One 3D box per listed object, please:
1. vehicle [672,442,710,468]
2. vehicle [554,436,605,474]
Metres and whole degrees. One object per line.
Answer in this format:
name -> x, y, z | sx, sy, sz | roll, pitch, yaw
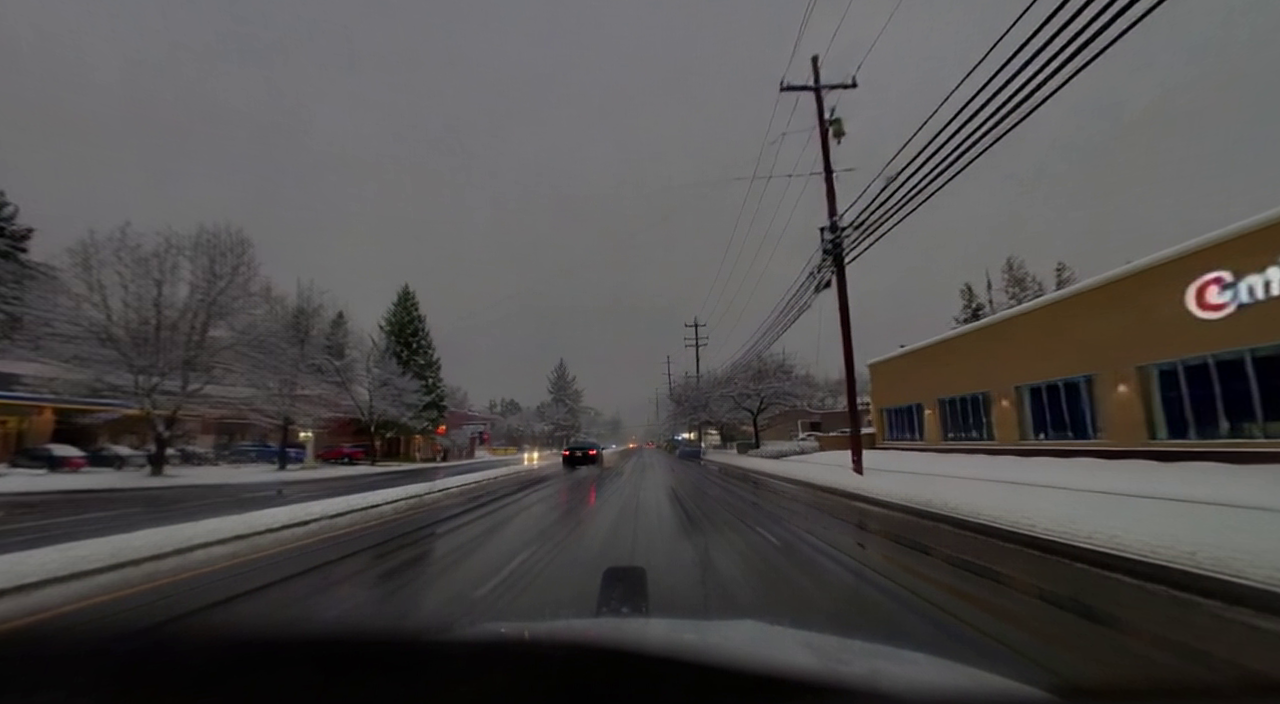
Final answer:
vehicle -> 2.972, 6.096, 37.511 | 1.978, 1.455, 4.195 | 0, -9, 2
vehicle -> -2.846, 4.942, 30.474 | 2.047, 1.664, 4.148 | 0, -9, 0
